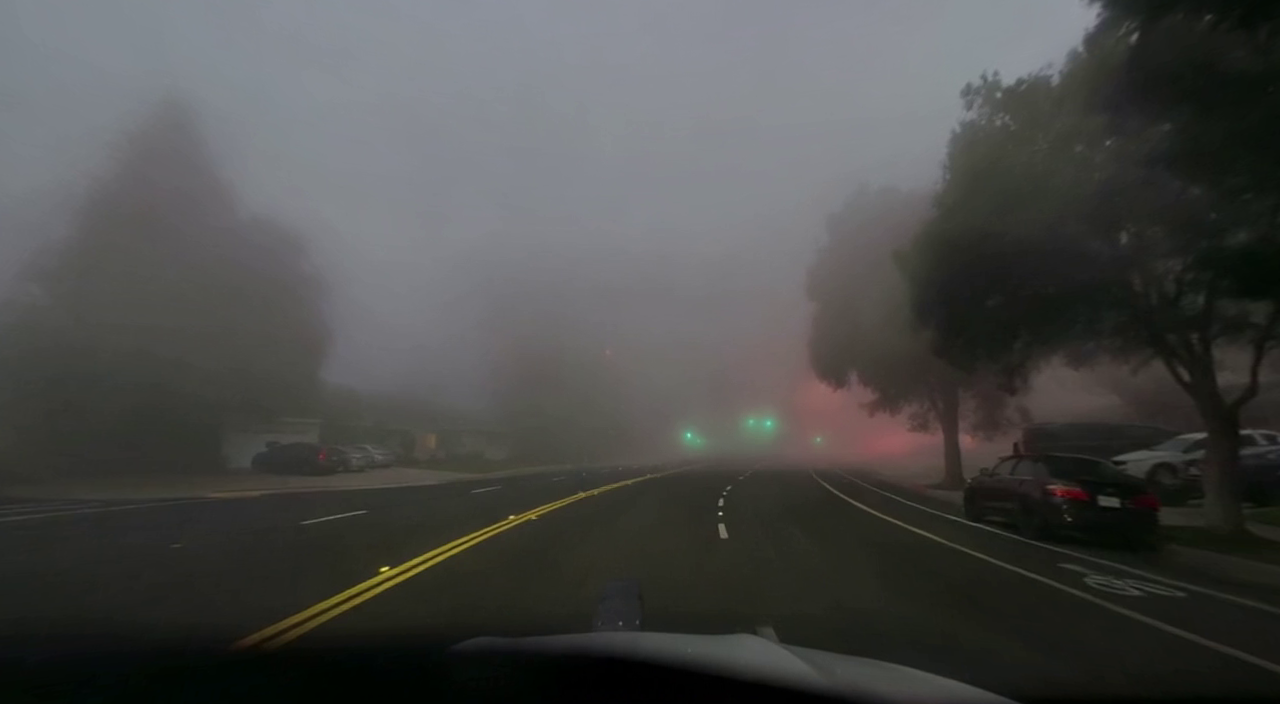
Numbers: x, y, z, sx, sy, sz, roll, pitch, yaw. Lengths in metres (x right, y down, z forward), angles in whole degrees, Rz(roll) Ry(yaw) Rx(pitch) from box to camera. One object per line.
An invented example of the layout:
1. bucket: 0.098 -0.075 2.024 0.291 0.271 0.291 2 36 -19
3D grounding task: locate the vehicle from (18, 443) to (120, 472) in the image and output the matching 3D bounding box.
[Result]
1. vehicle: -31.354 5.781 34.806 1.650 1.513 3.717 -3 -9 16

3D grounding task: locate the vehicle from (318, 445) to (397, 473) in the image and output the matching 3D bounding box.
1. vehicle: -16.020 6.085 36.052 1.786 1.500 4.021 -3 -10 18

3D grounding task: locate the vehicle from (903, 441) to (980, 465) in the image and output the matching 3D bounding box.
1. vehicle: 23.512 7.913 49.428 4.854 1.803 2.179 -2 -9 9

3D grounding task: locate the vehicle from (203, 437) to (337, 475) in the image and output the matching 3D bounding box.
1. vehicle: -17.933 5.109 30.826 2.076 1.703 5.095 -9 -14 44

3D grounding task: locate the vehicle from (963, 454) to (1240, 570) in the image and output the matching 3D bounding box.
1. vehicle: 7.985 2.726 11.670 1.999 1.518 4.609 3 -9 5
